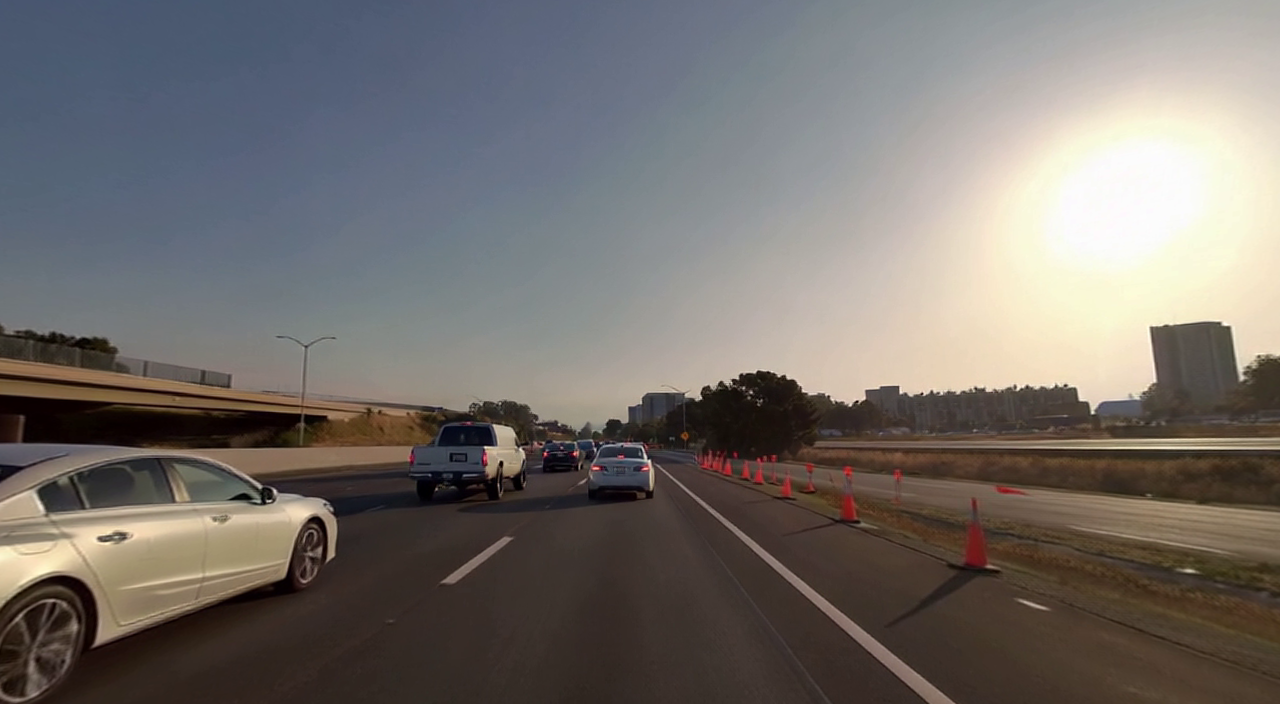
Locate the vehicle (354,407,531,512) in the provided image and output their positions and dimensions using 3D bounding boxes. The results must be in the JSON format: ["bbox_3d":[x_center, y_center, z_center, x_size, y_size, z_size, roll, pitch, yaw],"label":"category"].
[{"bbox_3d":[-4.284,2.490,15.044,2.324,2.012,5.740,0,-9,0],"label":"vehicle"}]

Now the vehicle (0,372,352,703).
[{"bbox_3d":[-3.820,1.050,3.777,2.041,1.604,4.384,0,-9,1],"label":"vehicle"}]

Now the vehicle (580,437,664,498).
[{"bbox_3d":[-0.468,3.148,17.548,2.069,1.484,3.918,0,-9,-1],"label":"vehicle"}]

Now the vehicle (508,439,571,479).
[{"bbox_3d":[-3.975,4.296,25.582,1.824,1.459,4.007,0,-9,1],"label":"vehicle"}]
